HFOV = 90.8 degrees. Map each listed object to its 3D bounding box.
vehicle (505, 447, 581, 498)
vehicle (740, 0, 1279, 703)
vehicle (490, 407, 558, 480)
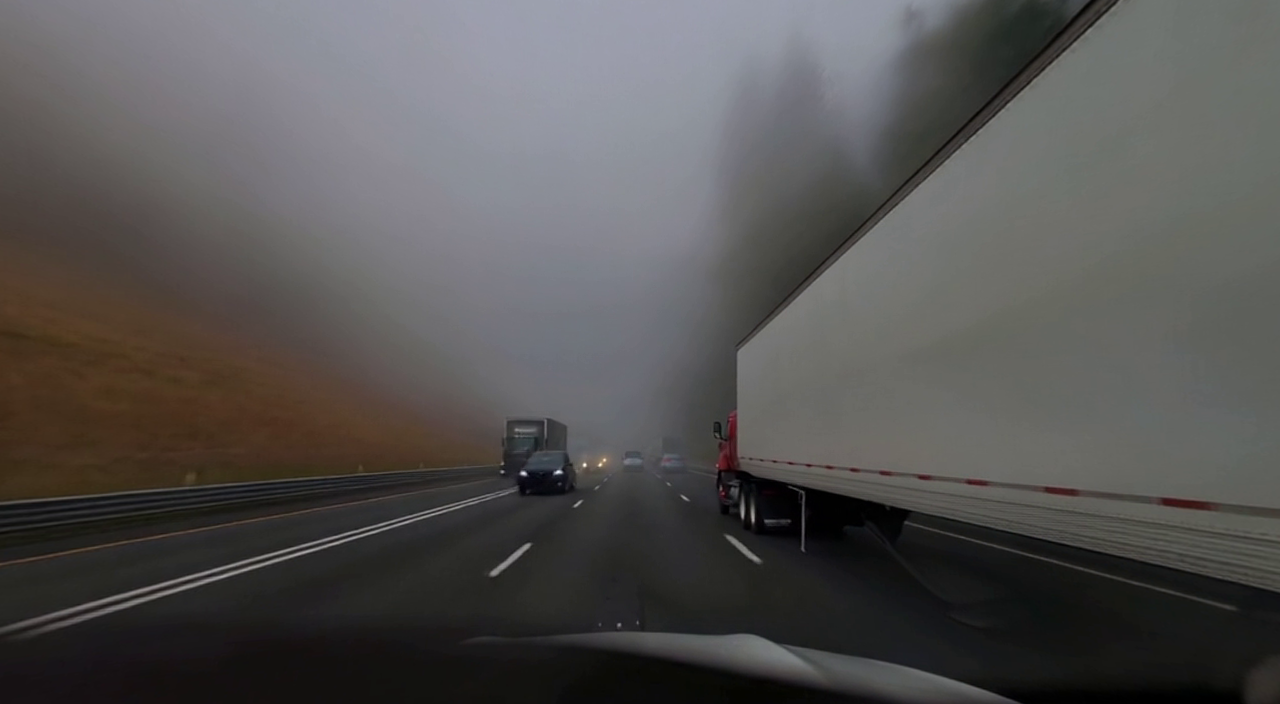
[{"bbox_3d":[-3.186,4.047,21.490,1.949,1.555,3.888,0,-9,1],"label":"vehicle"},{"bbox_3d":[3.323,0.094,4.743,2.845,4.071,14.008,0,-9,0],"label":"vehicle"},{"bbox_3d":[-6.829,5.519,37.994,2.910,3.989,5.837,0,-9,0],"label":"vehicle"}]
